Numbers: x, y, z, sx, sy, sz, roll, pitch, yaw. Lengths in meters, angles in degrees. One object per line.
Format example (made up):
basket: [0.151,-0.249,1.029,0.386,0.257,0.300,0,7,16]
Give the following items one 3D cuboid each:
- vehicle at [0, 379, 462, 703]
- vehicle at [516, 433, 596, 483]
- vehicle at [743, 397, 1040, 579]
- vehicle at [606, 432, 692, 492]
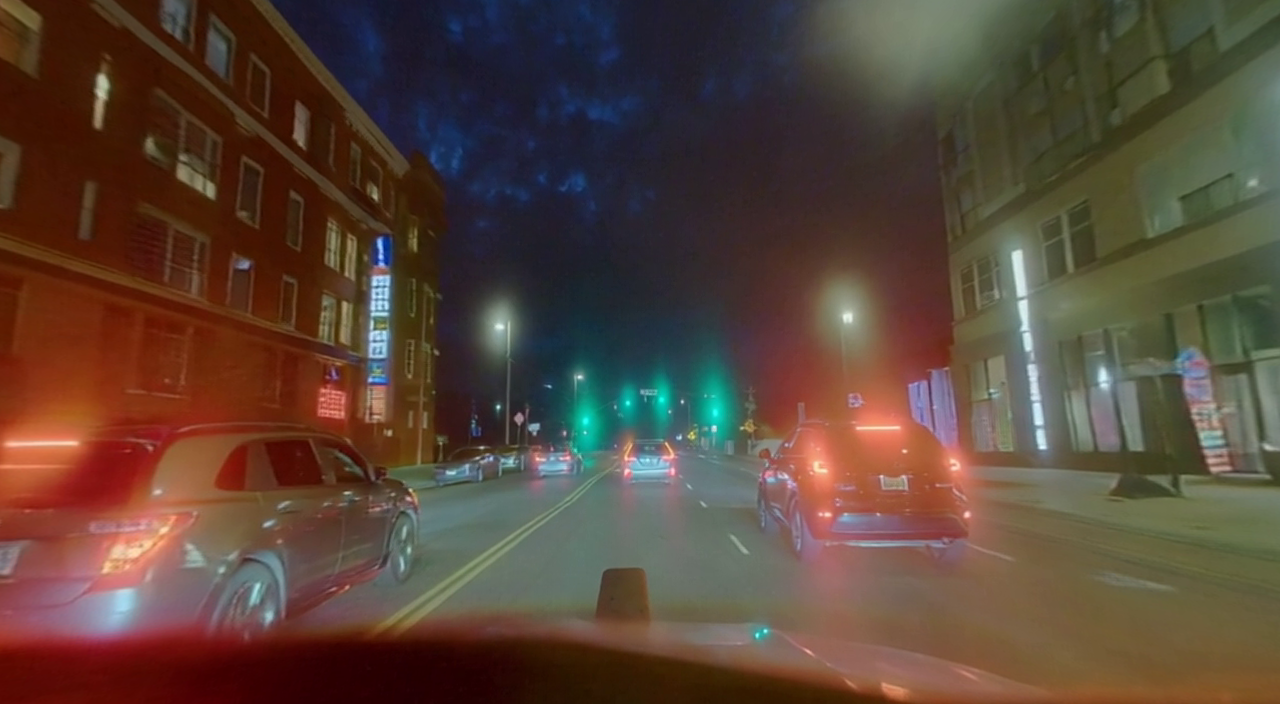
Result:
vehicle: [-3.047,1.225,4.873,2.085,1.619,3.976,0,-8,1]
vehicle: [-2.737,3.595,21.672,2.019,1.507,4.643,0,-8,1]
vehicle: [2.752,1.617,8.258,2.094,1.709,4.394,0,-8,1]
vehicle: [0.193,3.058,17.903,2.139,1.466,4.373,0,-8,-1]
